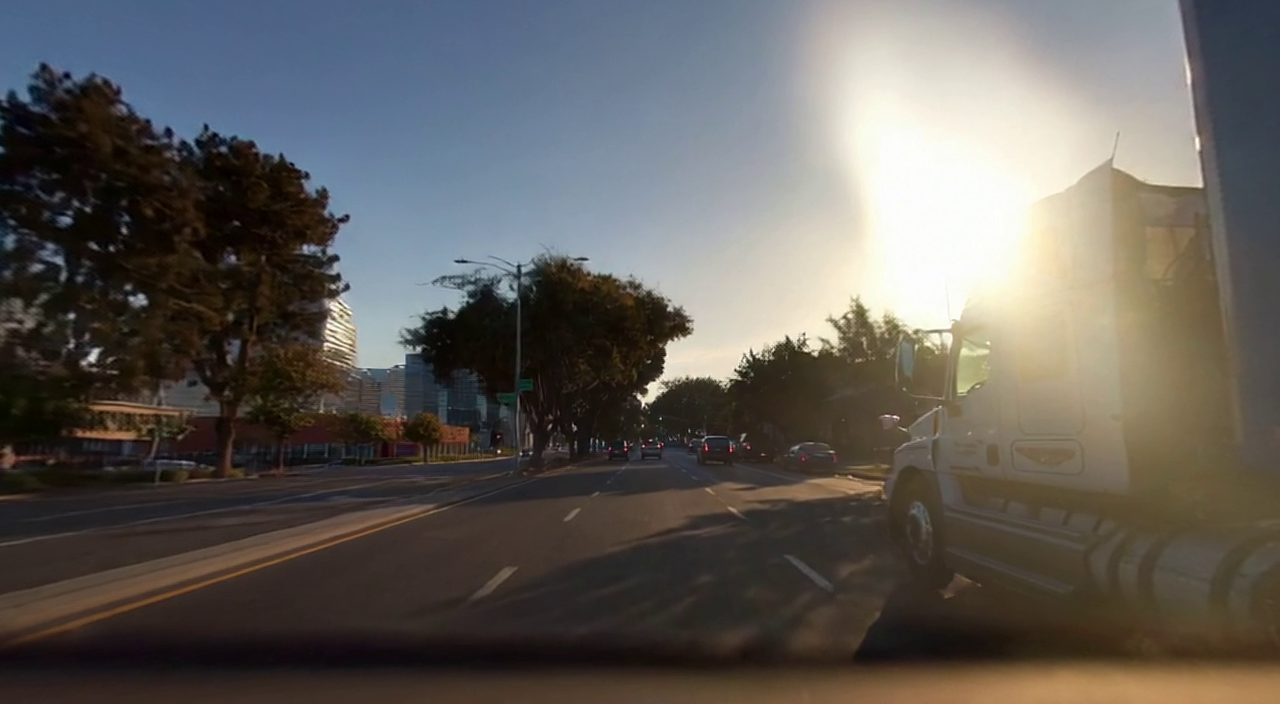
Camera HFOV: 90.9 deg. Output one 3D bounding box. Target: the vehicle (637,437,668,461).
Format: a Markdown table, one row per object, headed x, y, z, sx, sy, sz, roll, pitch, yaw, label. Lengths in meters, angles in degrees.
| x | y | z | sx | sy | sz | roll | pitch | yaw | label |
| --- | --- | --- | --- | --- | --- | --- | --- | --- | --- |
| 0.969 | 7.343 | 47.590 | 2.276 | 1.704 | 3.925 | -1 | -8 | 2 | vehicle |

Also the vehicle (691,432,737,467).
| x | y | z | sx | sy | sz | roll | pitch | yaw | label |
| --- | --- | --- | --- | --- | --- | --- | --- | --- | --- |
| 4.287 | 5.726 | 37.245 | 2.196 | 1.908 | 4.412 | 0 | -8 | 0 | vehicle |

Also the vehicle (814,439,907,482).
| x | y | z | sx | sy | sz | roll | pitch | yaw | label |
| --- | --- | --- | --- | --- | --- | --- | --- | --- | --- |
| 8.281 | 4.112 | 24.154 | 2.006 | 1.484 | 4.289 | 0 | -8 | 0 | vehicle |

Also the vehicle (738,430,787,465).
| x | y | z | sx | sy | sz | roll | pitch | yaw | label |
| --- | --- | --- | --- | --- | --- | --- | --- | --- | --- |
| 8.465 | 6.674 | 44.138 | 2.539 | 2.328 | 4.769 | 0 | -8 | 1 | vehicle |

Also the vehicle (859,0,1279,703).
| x | y | z | sx | sy | sz | roll | pitch | yaw | label |
| --- | --- | --- | --- | --- | --- | --- | --- | --- | --- |
| 3.642 | -0.268 | 2.166 | 3.006 | 3.679 | 8.506 | -1 | -8 | 3 | vehicle |
